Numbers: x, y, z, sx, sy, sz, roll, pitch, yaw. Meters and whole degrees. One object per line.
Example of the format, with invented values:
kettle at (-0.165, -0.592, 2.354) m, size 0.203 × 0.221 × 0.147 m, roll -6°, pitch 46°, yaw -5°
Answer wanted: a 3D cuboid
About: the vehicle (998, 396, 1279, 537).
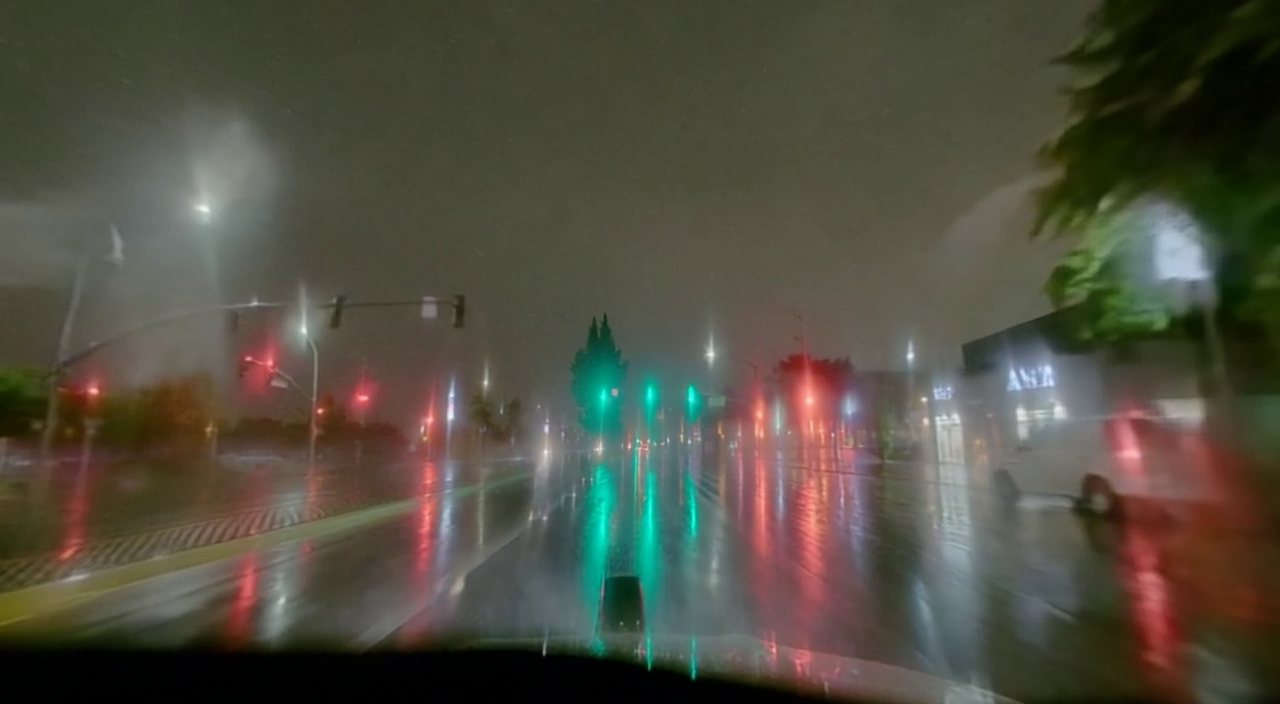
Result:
vehicle at (9.992, 2.148, 12.467) m, size 2.273 × 2.103 × 5.788 m, roll 0°, pitch -8°, yaw -2°
